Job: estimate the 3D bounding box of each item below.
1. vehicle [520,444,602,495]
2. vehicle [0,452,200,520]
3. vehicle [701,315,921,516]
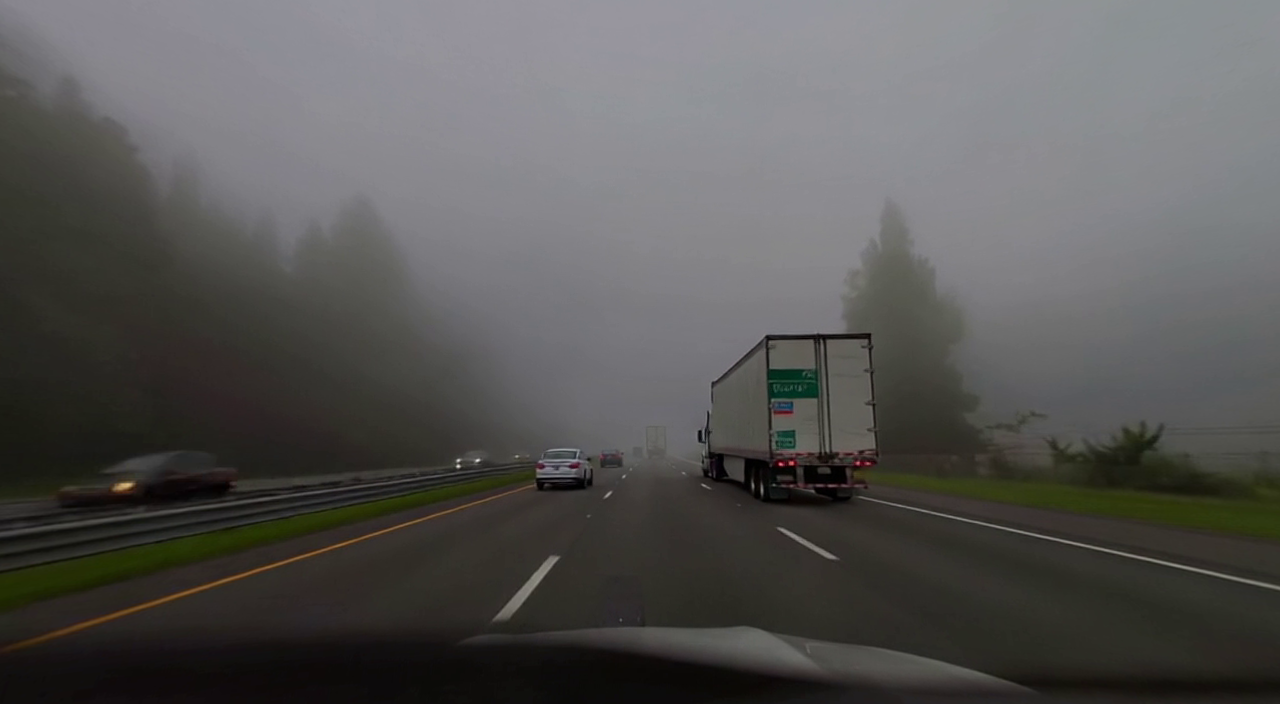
[{"bbox_3d":[-2.530,3.958,21.632,2.104,1.526,4.940,0,-9,1],"label":"vehicle"},{"bbox_3d":[-14.845,3.560,17.361,2.009,1.600,4.723,0,-9,1],"label":"vehicle"},{"bbox_3d":[4.144,2.376,20.021,2.974,4.083,14.389,0,-9,0],"label":"vehicle"}]
